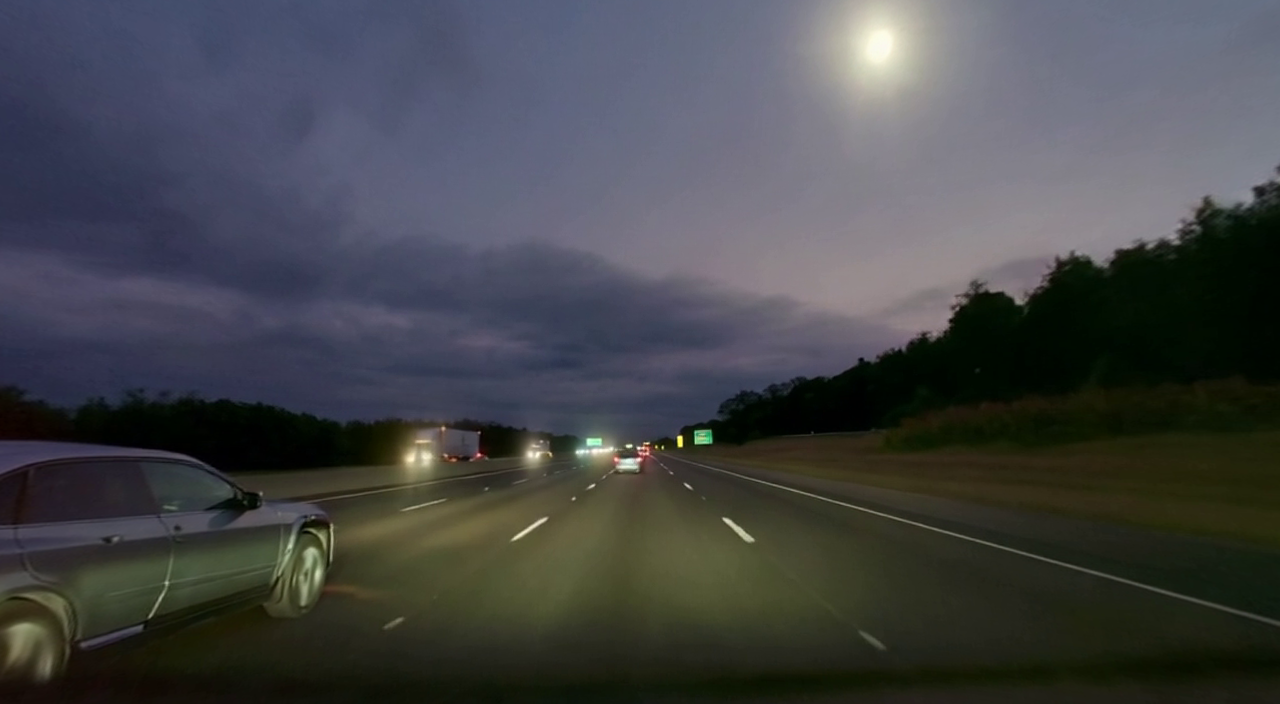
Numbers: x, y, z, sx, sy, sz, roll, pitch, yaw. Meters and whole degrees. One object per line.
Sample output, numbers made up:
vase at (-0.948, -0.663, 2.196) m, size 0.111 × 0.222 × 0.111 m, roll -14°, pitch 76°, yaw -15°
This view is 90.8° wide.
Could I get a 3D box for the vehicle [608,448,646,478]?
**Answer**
vehicle at (-0.647, 6.000, 34.227) m, size 1.908 × 1.515 × 3.871 m, roll 0°, pitch -9°, yaw 1°
